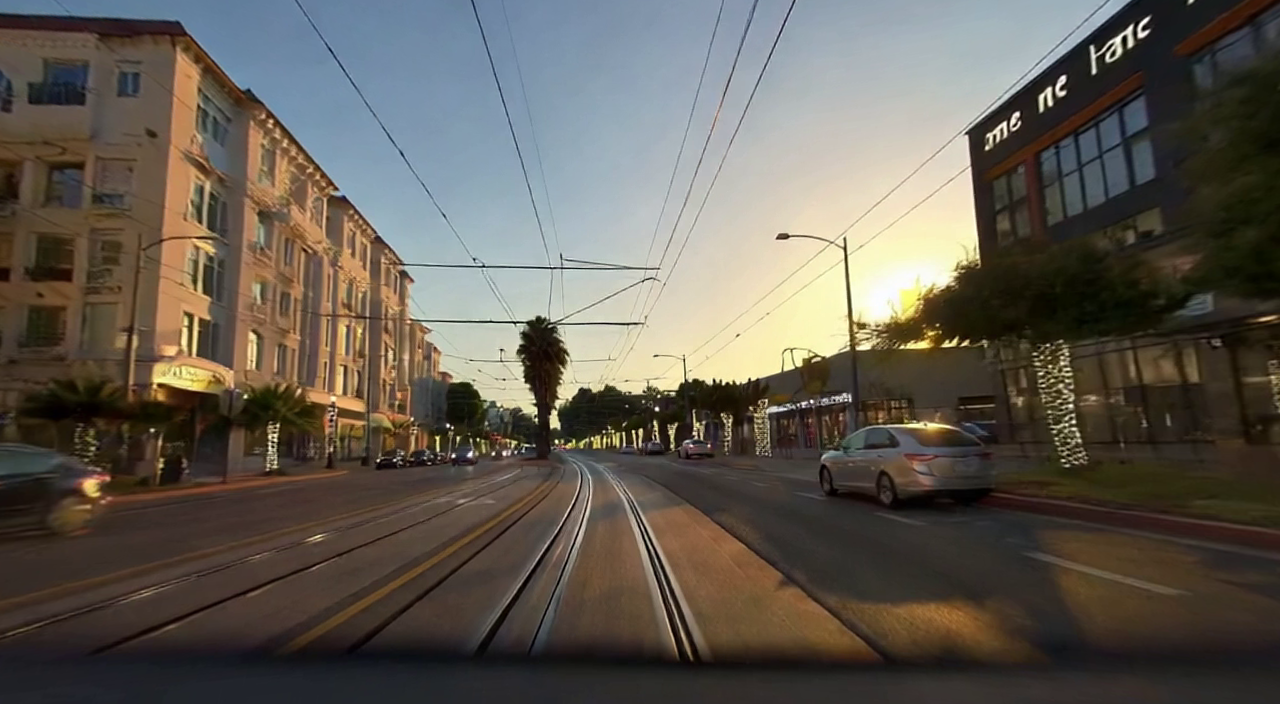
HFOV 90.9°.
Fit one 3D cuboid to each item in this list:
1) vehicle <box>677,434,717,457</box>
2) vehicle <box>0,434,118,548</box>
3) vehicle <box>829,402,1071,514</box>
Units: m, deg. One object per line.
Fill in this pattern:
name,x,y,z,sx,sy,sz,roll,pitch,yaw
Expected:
vehicle,4.426,7.366,49.616,1.995,1.677,4.863,1,-9,-9
vehicle,-10.160,2.002,9.026,1.804,1.620,4.170,0,-8,-1
vehicle,5.492,1.995,12.190,2.114,1.691,5.075,0,-8,0
